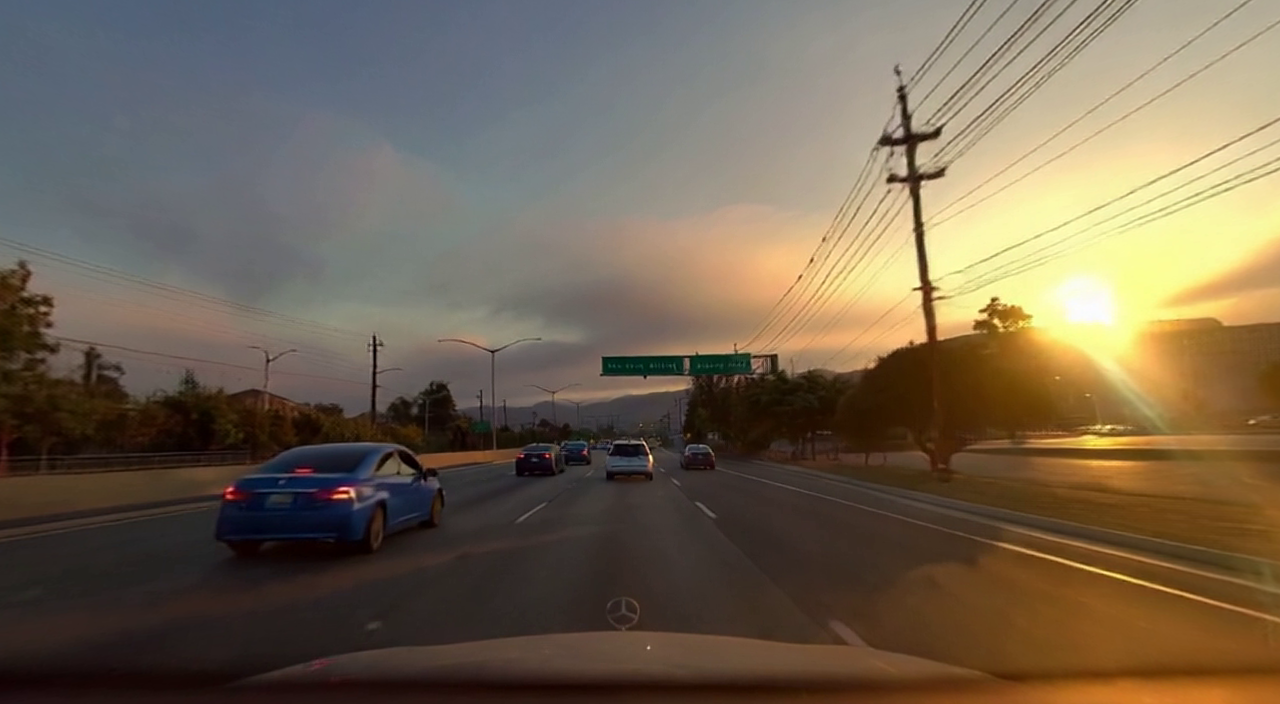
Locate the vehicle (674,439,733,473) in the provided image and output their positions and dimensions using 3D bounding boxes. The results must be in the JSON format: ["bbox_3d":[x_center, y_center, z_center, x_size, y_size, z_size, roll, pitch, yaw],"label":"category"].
[{"bbox_3d":[2.867,4.825,29.567,2.197,1.464,4.356,0,-8,-2],"label":"vehicle"}]

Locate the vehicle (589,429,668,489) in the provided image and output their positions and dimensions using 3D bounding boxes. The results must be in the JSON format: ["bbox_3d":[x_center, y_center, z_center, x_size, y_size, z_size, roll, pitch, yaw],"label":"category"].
[{"bbox_3d":[-0.364,3.406,20.371,2.284,1.699,4.168,0,-8,-1],"label":"vehicle"}]

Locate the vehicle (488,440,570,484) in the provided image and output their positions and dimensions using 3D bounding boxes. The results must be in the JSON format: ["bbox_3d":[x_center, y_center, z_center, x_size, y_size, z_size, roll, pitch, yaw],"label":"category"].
[{"bbox_3d":[-3.937,4.008,23.308,2.203,1.425,4.610,0,-8,0],"label":"vehicle"}]

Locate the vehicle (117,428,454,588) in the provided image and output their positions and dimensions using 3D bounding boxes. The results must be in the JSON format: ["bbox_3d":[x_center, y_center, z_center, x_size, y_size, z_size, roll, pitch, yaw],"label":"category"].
[{"bbox_3d":[-3.936,1.774,8.134,1.958,1.447,4.454,0,-8,-3],"label":"vehicle"}]
